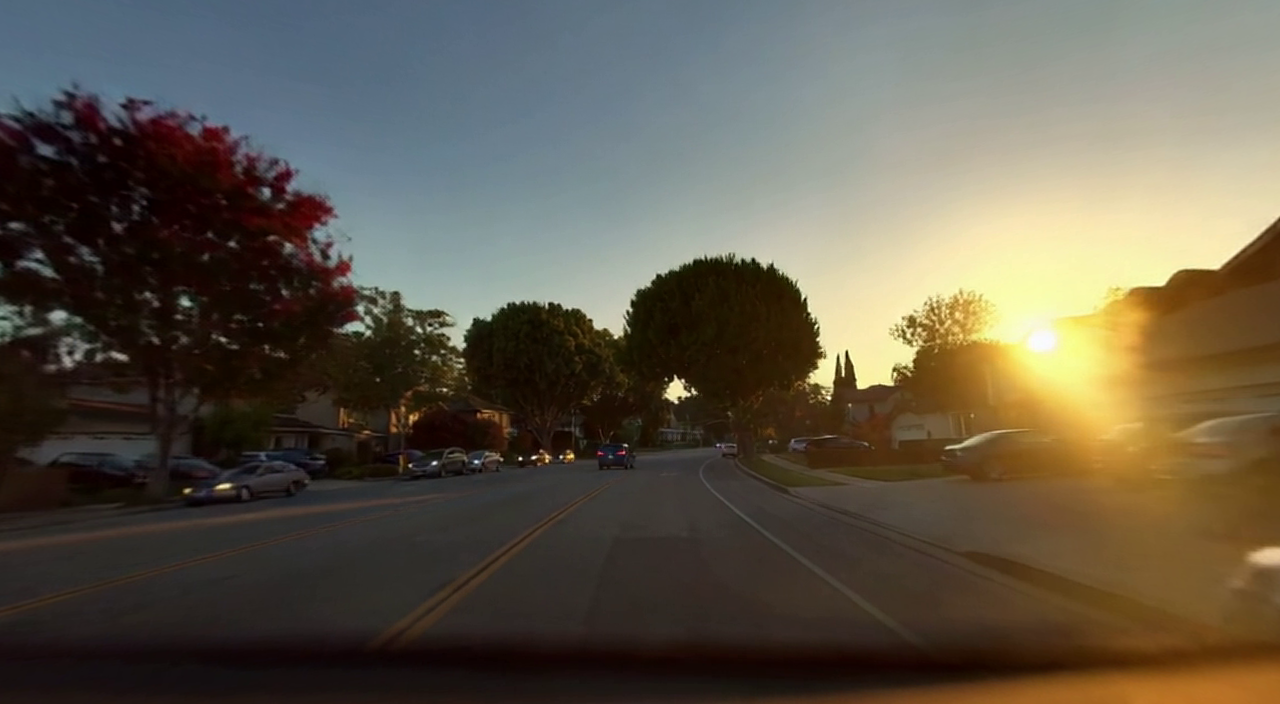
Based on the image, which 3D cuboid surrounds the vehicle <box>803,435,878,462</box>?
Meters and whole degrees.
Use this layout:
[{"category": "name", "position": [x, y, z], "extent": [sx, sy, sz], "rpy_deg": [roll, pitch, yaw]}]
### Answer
[{"category": "vehicle", "position": [13.475, 6.510, 42.640], "extent": [4.383, 1.602, 1.920], "rpy_deg": [-4, -9, 5]}]

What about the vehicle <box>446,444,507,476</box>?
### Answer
[{"category": "vehicle", "position": [-11.395, 7.553, 44.567], "extent": [2.114, 1.931, 5.936], "rpy_deg": [-4, -9, 7]}]

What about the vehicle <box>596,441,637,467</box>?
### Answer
[{"category": "vehicle", "position": [-1.608, 7.258, 45.139], "extent": [2.135, 1.731, 4.232], "rpy_deg": [-1, -9, 8]}]

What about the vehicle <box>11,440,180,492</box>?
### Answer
[{"category": "vehicle", "position": [-20.437, 4.318, 23.860], "extent": [4.628, 1.808, 1.899], "rpy_deg": [0, -12, 5]}]

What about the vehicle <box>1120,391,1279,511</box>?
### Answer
[{"category": "vehicle", "position": [11.664, 1.526, 10.704], "extent": [5.036, 1.782, 2.098], "rpy_deg": [-5, -9, 6]}]

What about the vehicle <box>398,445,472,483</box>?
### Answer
[{"category": "vehicle", "position": [-12.216, 6.666, 38.078], "extent": [2.157, 1.882, 5.479], "rpy_deg": [-7, -9, 5]}]

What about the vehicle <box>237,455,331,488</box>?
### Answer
[{"category": "vehicle", "position": [-17.289, 5.799, 30.946], "extent": [1.872, 1.396, 4.150], "rpy_deg": [-1, -8, 6]}]

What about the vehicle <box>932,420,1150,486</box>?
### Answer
[{"category": "vehicle", "position": [11.281, 2.889, 18.140], "extent": [4.757, 1.536, 1.938], "rpy_deg": [-4, -9, 6]}]
